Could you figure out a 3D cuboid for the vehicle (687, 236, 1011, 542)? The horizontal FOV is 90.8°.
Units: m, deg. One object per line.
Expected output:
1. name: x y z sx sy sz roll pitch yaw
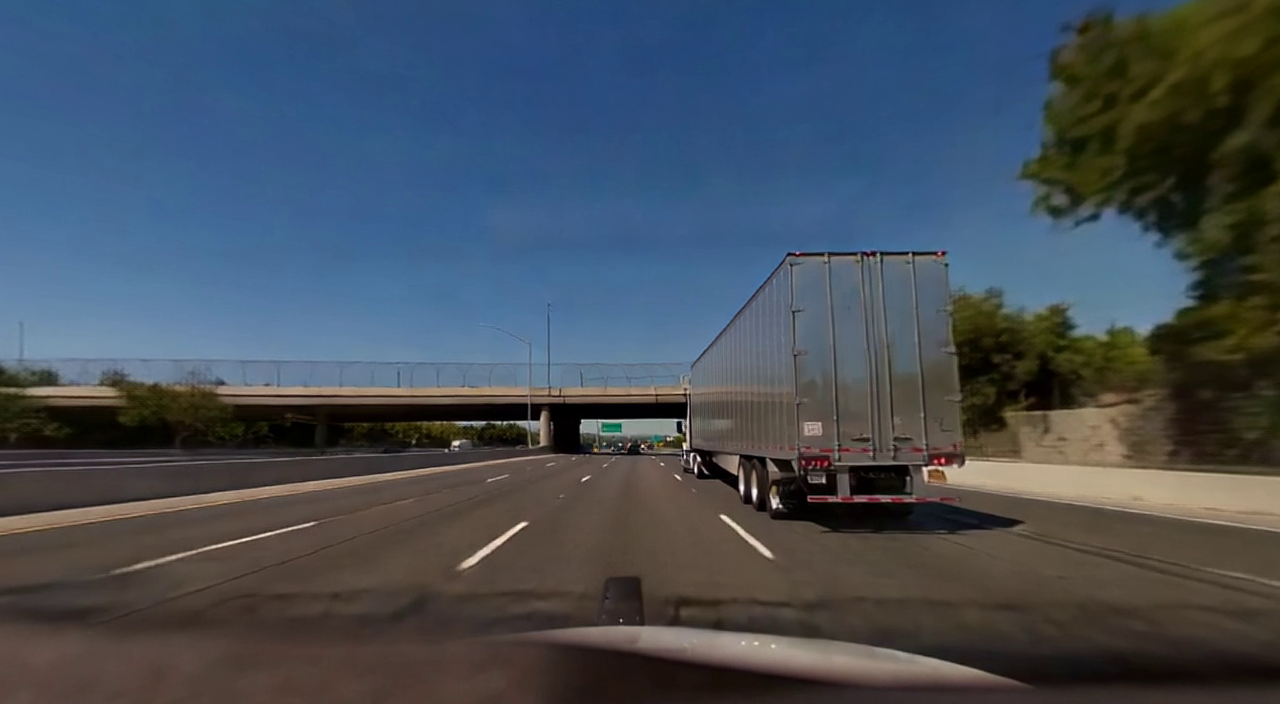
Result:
1. vehicle: 3.372 1.681 16.692 2.743 4.160 16.408 0 -9 -1
